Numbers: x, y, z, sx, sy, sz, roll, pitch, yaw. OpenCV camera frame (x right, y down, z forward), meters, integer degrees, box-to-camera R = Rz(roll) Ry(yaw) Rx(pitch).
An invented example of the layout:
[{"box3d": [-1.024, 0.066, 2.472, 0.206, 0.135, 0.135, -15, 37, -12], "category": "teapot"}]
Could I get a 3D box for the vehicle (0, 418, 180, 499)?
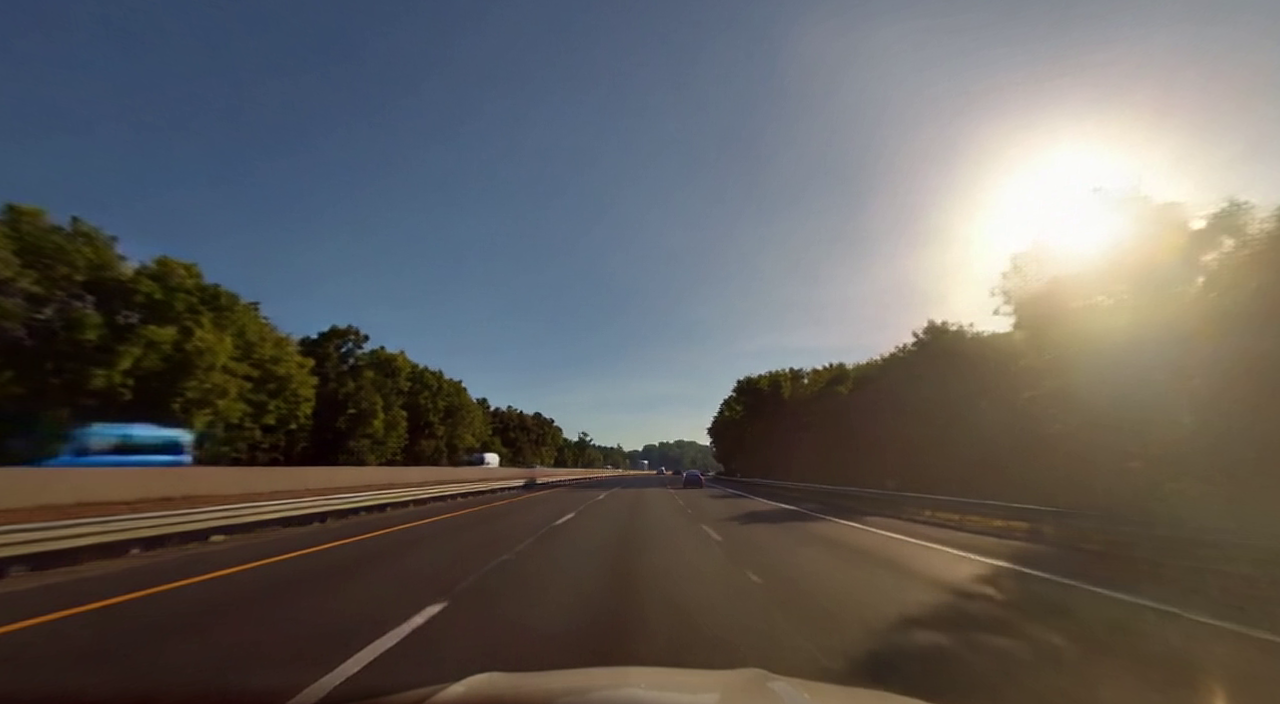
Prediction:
[{"box3d": [-20.743, 4.031, 23.682, 2.224, 2.607, 5.921, 0, -11, 1], "category": "vehicle"}]
